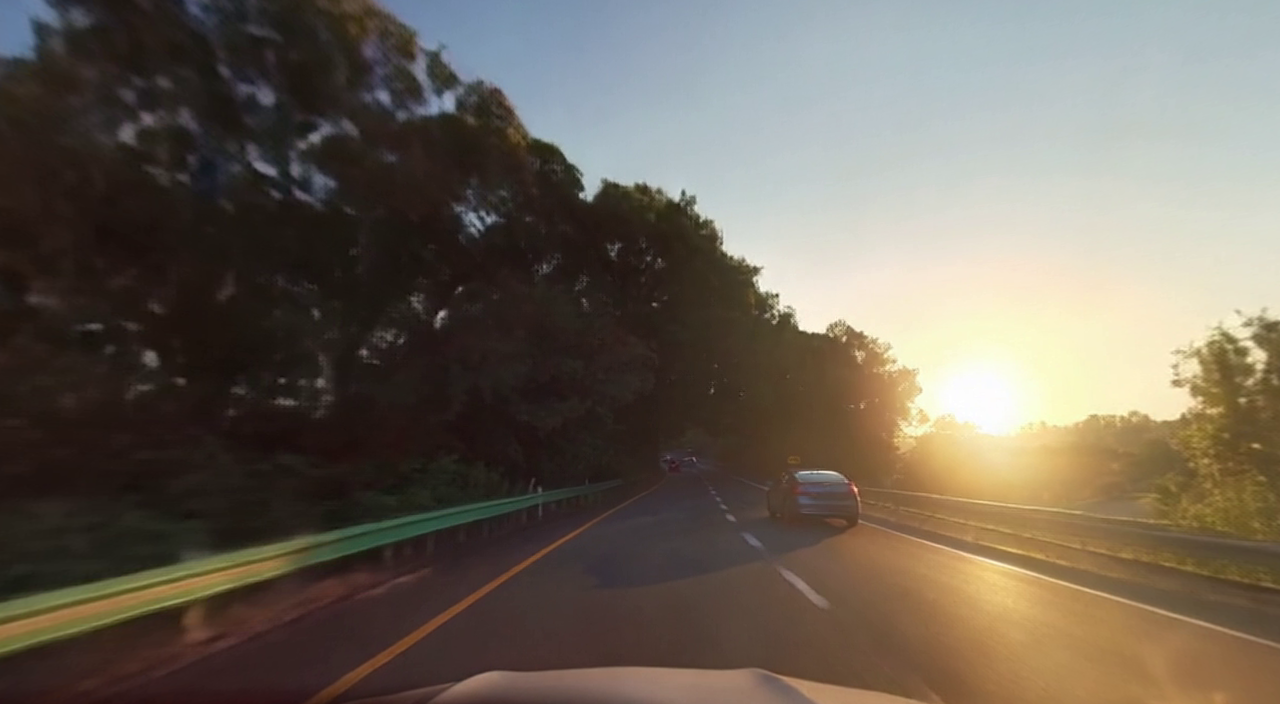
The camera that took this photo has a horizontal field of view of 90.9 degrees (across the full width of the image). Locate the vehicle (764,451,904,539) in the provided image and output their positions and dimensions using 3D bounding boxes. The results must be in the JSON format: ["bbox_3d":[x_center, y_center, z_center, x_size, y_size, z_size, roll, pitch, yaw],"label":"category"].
[{"bbox_3d":[4.050,3.070,13.954,2.023,1.593,4.105,0,-10,4],"label":"vehicle"}]
